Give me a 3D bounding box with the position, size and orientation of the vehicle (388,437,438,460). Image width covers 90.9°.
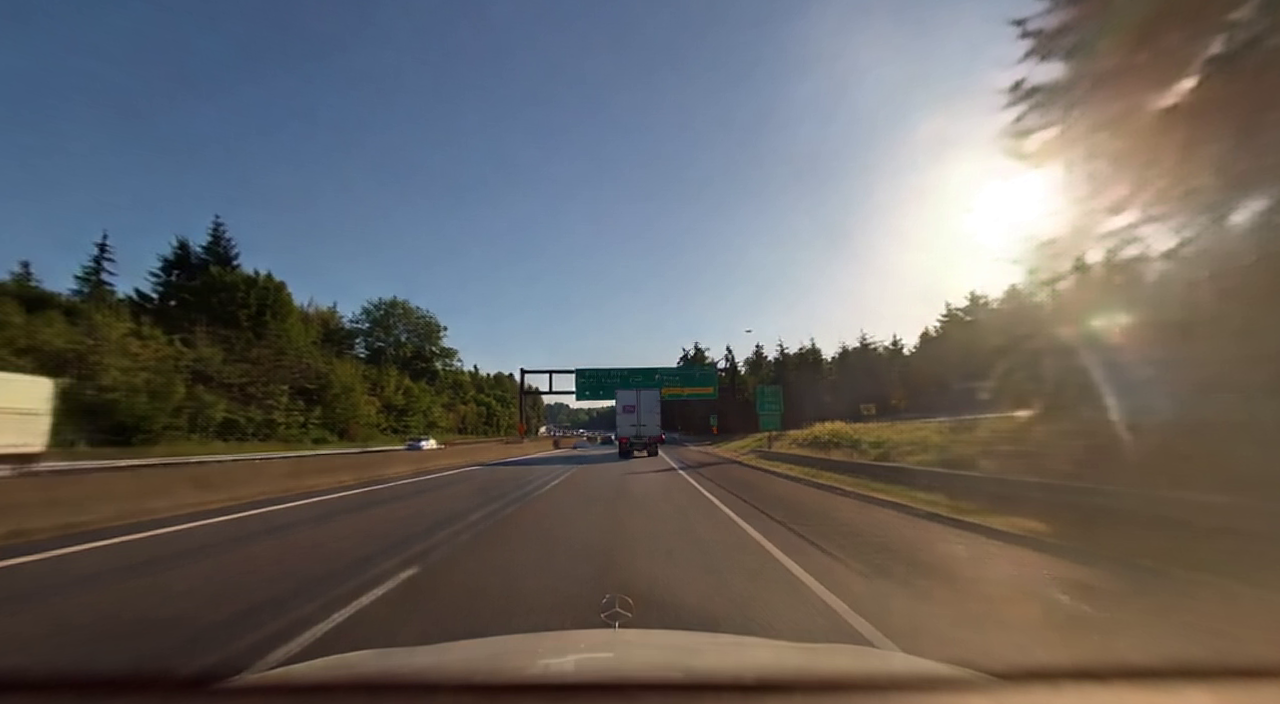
[{"bbox_3d":[-17.521,7.438,48.819,2.091,1.672,4.610,0,-8,1],"label":"vehicle"}]

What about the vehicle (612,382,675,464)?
[{"bbox_3d":[0.084,3.800,33.039,2.855,3.741,8.587,0,-8,-1],"label":"vehicle"}]
